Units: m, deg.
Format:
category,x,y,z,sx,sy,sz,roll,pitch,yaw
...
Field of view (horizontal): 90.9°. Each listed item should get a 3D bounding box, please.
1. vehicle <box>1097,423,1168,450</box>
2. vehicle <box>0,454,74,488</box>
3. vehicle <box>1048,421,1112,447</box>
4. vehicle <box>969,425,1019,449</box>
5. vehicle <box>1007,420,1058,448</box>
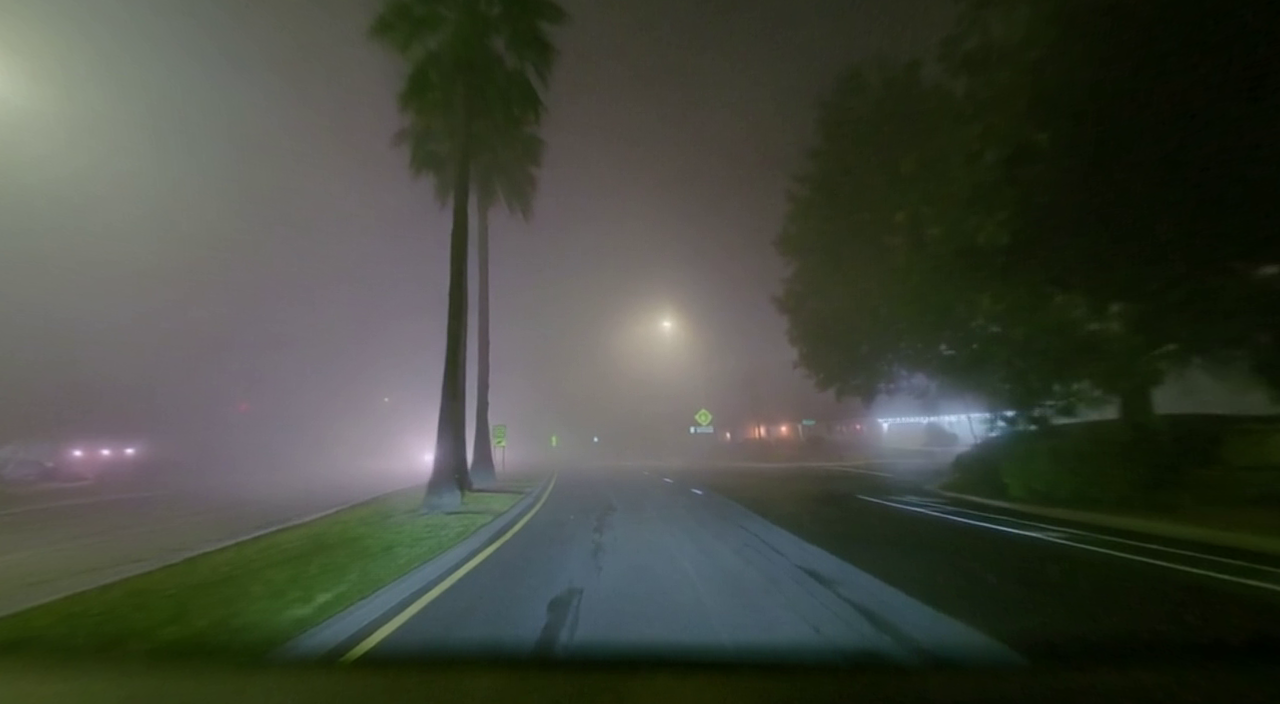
category,x,y,z,sx,sy,sz,roll,pitch,yaw
vehicle,32.402,5.618,41.609,1.854,1.512,4.082,-6,-10,9
vehicle,-38.815,7.491,40.049,2.227,1.905,5.954,3,-9,-23
vehicle,29.636,5.568,42.571,1.798,1.621,3.735,-1,-9,4
vehicle,23.723,5.697,42.413,1.702,1.536,3.896,-1,-8,11
vehicle,25.919,5.407,41.790,1.994,1.714,4.222,-2,-7,20
